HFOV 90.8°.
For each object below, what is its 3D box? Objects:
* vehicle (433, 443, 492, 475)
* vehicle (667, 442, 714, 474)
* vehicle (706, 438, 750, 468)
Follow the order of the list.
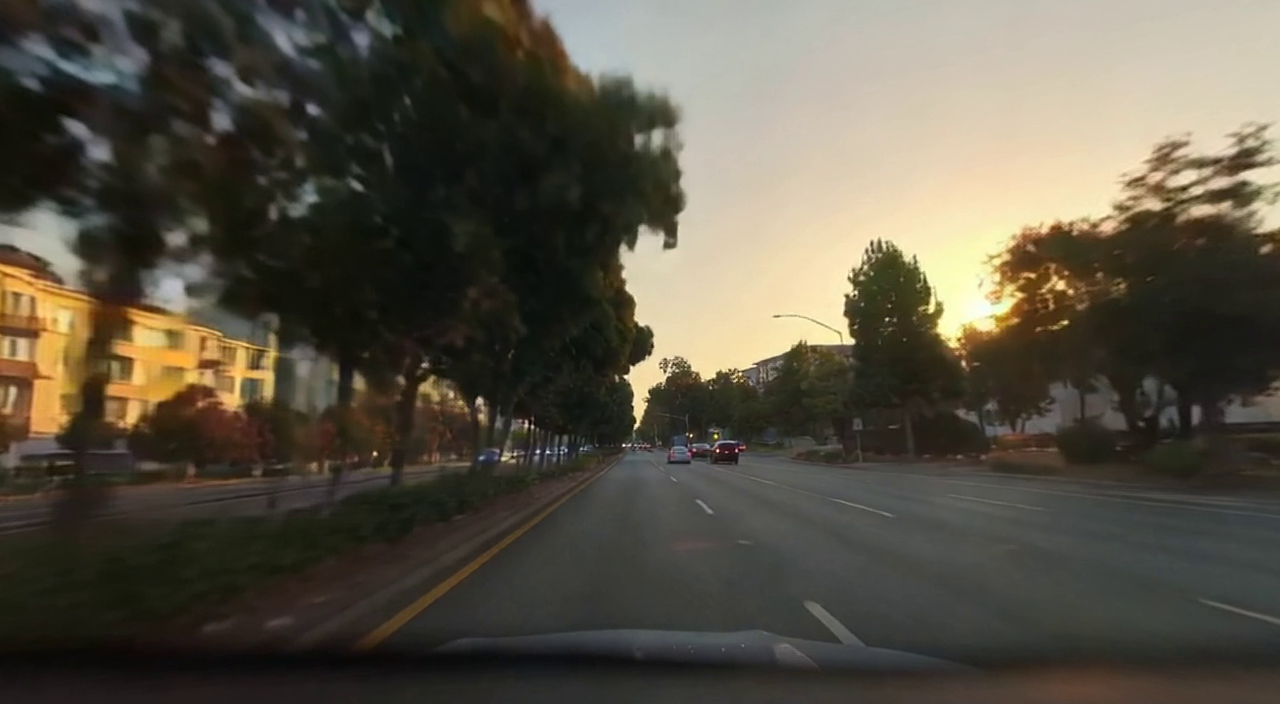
[{"bbox_3d":[-9.351,5.660,33.697,1.843,1.564,4.811,0,-9,-1],"label":"vehicle"},{"bbox_3d":[2.502,5.400,32.405,1.917,1.538,4.259,0,-9,-2],"label":"vehicle"},{"bbox_3d":[5.552,6.414,40.372,1.946,1.773,4.641,0,-9,-2],"label":"vehicle"}]
